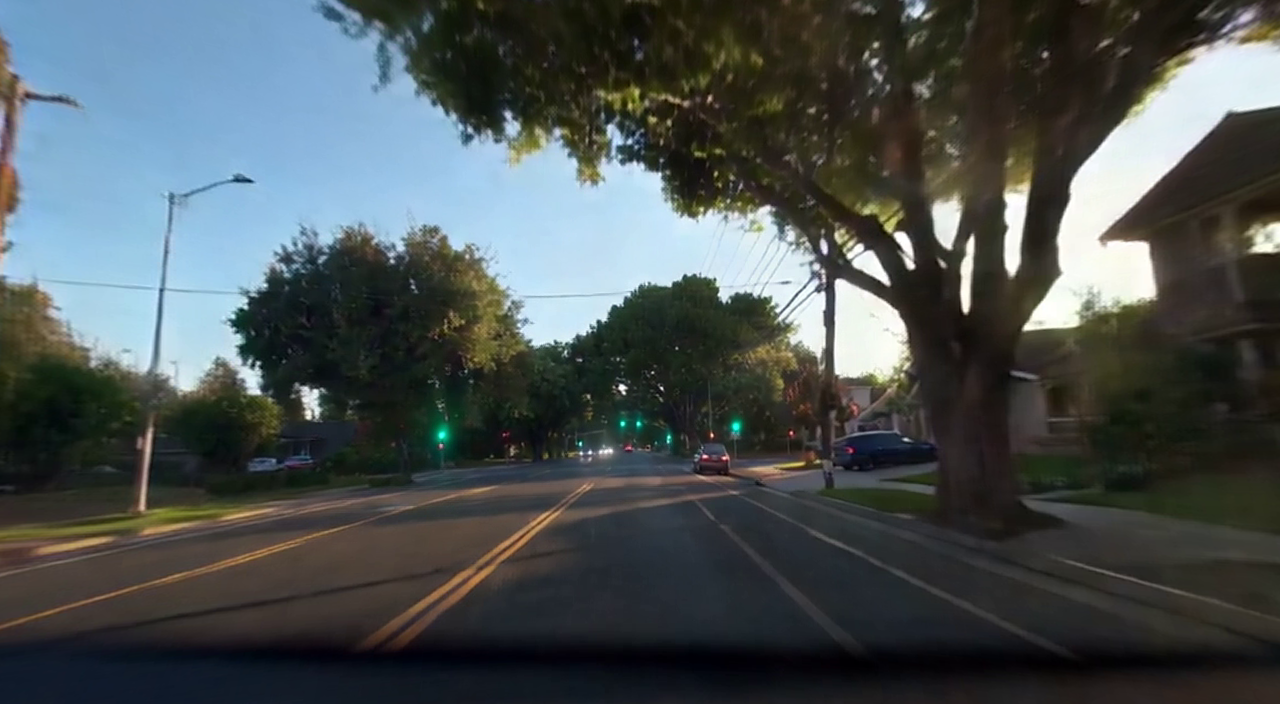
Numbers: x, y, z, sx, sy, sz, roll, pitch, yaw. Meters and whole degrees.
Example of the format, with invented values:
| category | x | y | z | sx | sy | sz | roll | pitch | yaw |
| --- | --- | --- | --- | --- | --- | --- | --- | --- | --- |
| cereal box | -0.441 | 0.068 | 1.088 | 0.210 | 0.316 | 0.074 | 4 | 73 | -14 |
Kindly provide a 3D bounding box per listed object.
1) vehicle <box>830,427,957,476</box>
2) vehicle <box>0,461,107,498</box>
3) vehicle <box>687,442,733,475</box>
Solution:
| category | x | y | z | sx | sy | sz | roll | pitch | yaw |
| --- | --- | --- | --- | --- | --- | --- | --- | --- | --- |
| vehicle | 10.184 | 4.017 | 25.499 | 4.434 | 1.730 | 2.081 | -6 | -10 | 23 |
| vehicle | -35.524 | 7.624 | 38.113 | 1.986 | 1.854 | 5.454 | -1 | -8 | -1 |
| vehicle | 3.809 | 5.899 | 35.190 | 1.900 | 1.661 | 4.346 | 0 | -9 | -2 |
